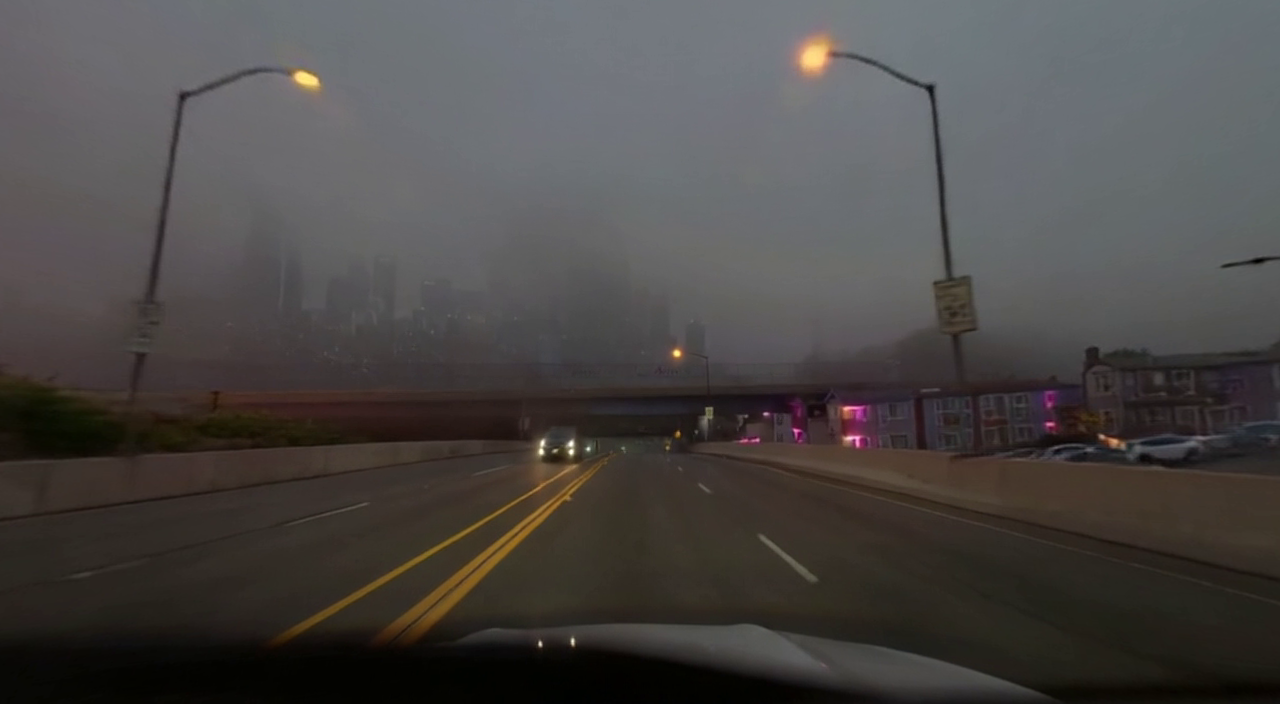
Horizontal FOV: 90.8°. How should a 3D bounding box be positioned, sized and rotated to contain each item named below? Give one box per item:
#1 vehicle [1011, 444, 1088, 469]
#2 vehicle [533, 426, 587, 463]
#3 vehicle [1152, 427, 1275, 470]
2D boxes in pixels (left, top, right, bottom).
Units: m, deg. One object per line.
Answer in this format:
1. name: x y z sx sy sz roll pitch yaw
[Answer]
1. vehicle: 27.585 7.074 42.667 3.924 1.457 1.716 2 -15 -2
2. vehicle: -3.980 4.720 32.168 2.096 1.743 4.420 0 -8 1
3. vehicle: 26.944 4.583 29.825 3.629 1.565 1.997 2 -17 5
